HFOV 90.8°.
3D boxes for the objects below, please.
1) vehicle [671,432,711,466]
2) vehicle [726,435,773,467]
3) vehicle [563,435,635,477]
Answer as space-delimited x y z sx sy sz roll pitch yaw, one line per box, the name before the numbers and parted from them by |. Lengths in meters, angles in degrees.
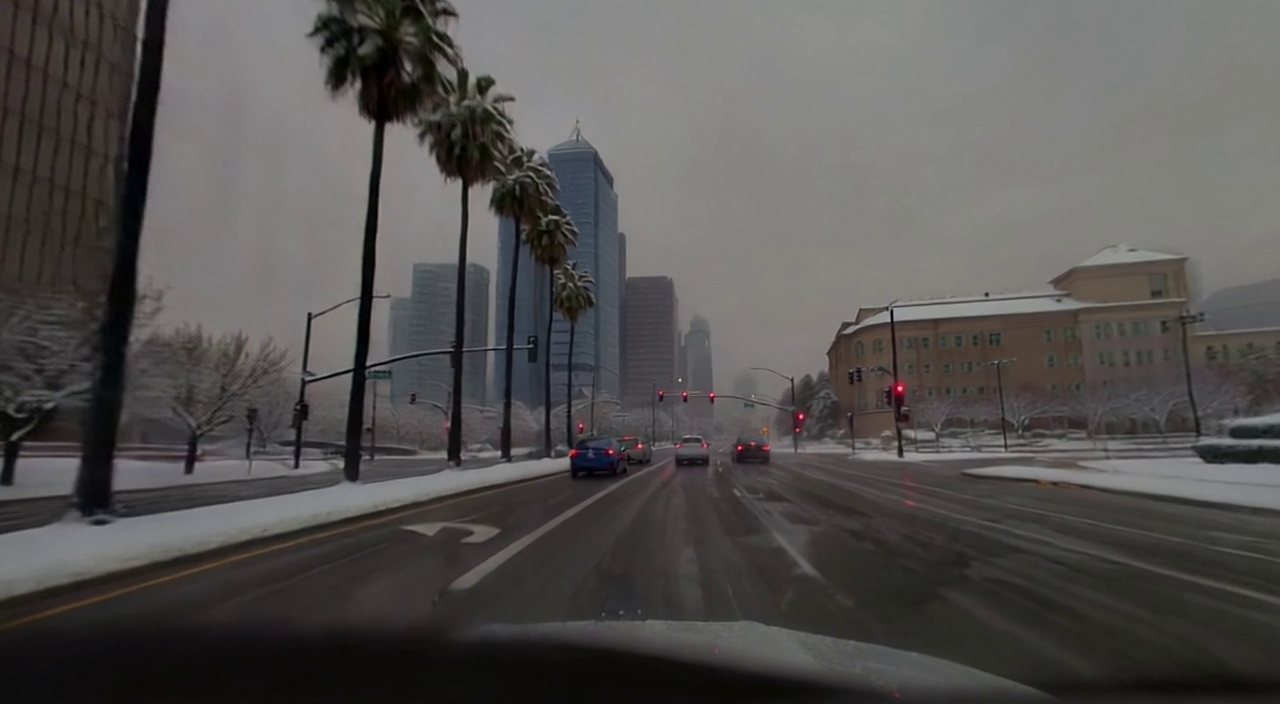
vehicle | 2.863 5.325 34.808 2.060 1.730 4.257 -1 -8 6
vehicle | 5.653 5.128 32.941 1.936 1.567 3.896 0 -8 3
vehicle | -1.462 4.022 24.718 1.962 1.480 4.605 -1 -8 7
